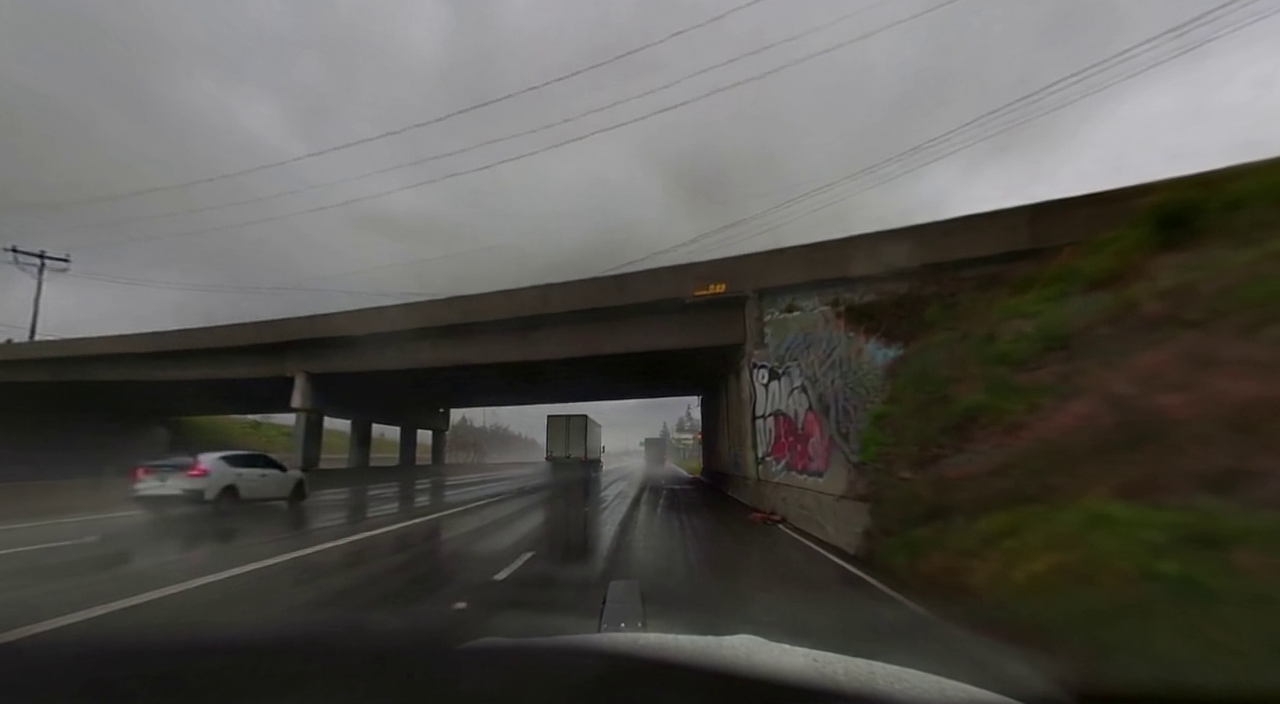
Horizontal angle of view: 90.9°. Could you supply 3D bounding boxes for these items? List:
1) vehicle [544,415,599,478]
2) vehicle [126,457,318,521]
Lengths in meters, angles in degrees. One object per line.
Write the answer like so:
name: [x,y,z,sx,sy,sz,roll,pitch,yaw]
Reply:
vehicle: [-4.706,6.767,45.178,2.955,4.022,8.842,0,-9,0]
vehicle: [-10.580,3.463,16.451,1.940,1.381,4.348,0,-9,1]
